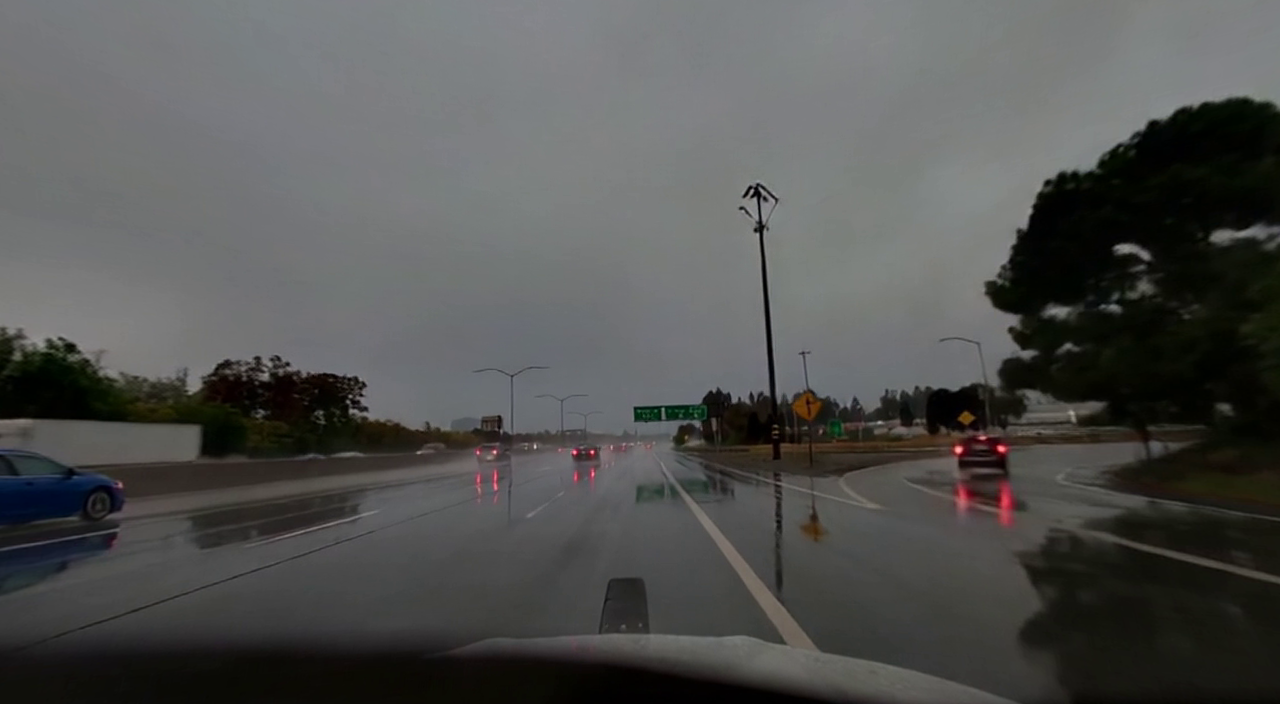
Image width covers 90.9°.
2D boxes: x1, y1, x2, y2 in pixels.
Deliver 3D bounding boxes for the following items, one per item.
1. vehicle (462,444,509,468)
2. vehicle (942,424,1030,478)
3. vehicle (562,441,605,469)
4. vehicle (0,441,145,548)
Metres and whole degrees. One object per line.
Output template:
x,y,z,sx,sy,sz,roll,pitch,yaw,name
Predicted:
-9.940,6.701,40.877,1.930,1.490,3.955,0,-8,1,vehicle
12.936,3.724,23.891,2.127,1.815,4.777,-3,-9,20,vehicle
-3.190,5.933,36.662,2.050,1.479,4.342,0,-8,1,vehicle
-10.197,2.067,9.161,2.002,1.526,4.822,0,-8,1,vehicle
